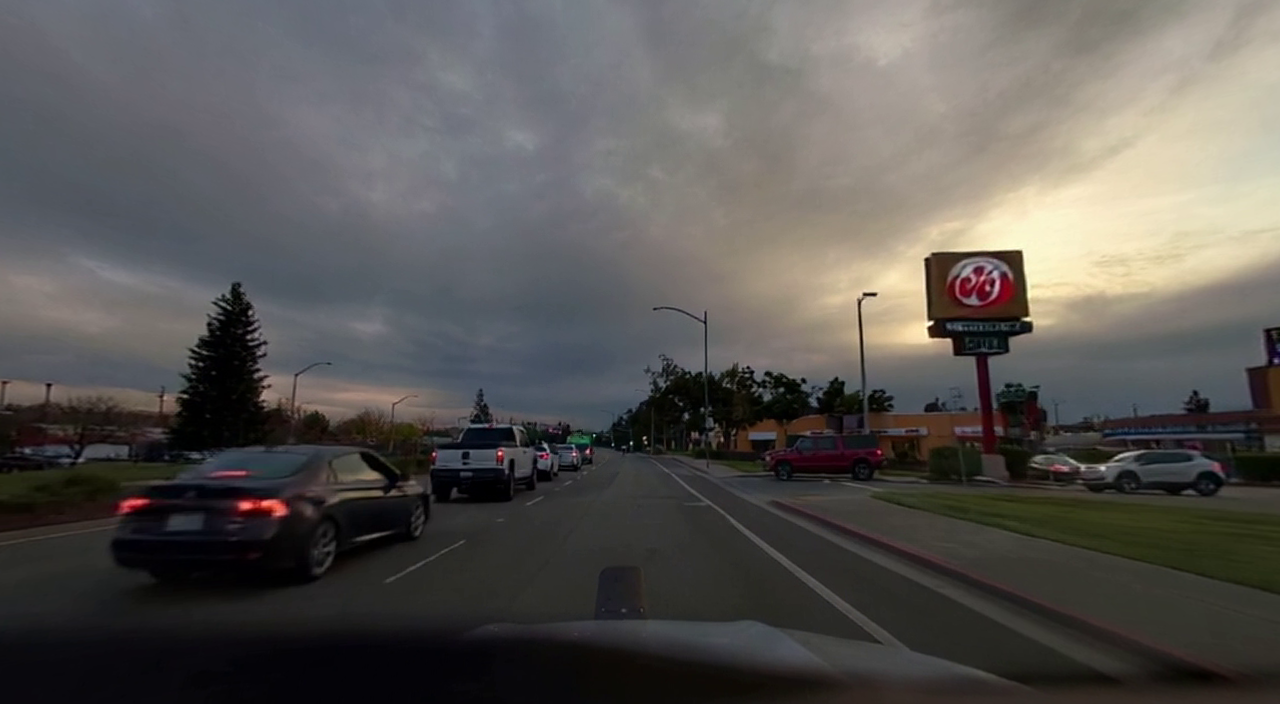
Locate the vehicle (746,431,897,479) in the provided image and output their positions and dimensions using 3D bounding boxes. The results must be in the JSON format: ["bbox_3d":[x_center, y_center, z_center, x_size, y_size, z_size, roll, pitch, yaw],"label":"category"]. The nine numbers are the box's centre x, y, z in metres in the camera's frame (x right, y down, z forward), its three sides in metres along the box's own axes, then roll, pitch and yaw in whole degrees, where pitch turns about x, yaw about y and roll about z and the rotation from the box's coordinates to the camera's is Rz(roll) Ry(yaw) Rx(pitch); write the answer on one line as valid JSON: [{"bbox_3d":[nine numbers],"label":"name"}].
[{"bbox_3d":[6.387,3.745,22.661,4.813,1.622,2.110,0,-11,4],"label":"vehicle"}]

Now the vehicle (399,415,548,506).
[{"bbox_3d":[-4.394,3.017,17.972,2.664,2.122,6.124,0,-8,-1],"label":"vehicle"}]

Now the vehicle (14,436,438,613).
[{"bbox_3d":[-4.135,1.751,7.420,2.113,1.446,4.309,0,-8,-1],"label":"vehicle"}]

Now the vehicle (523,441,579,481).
[{"bbox_3d":[-4.427,5.457,31.913,2.129,1.855,4.414,0,-8,1],"label":"vehicle"}]

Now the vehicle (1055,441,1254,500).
[{"bbox_3d":[18.304,4.220,22.614,5.120,1.817,2.154,1,-8,5],"label":"vehicle"}]

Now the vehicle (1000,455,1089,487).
[{"bbox_3d":[20.142,5.904,31.483,1.646,1.418,3.910,1,-8,-4],"label":"vehicle"}]
